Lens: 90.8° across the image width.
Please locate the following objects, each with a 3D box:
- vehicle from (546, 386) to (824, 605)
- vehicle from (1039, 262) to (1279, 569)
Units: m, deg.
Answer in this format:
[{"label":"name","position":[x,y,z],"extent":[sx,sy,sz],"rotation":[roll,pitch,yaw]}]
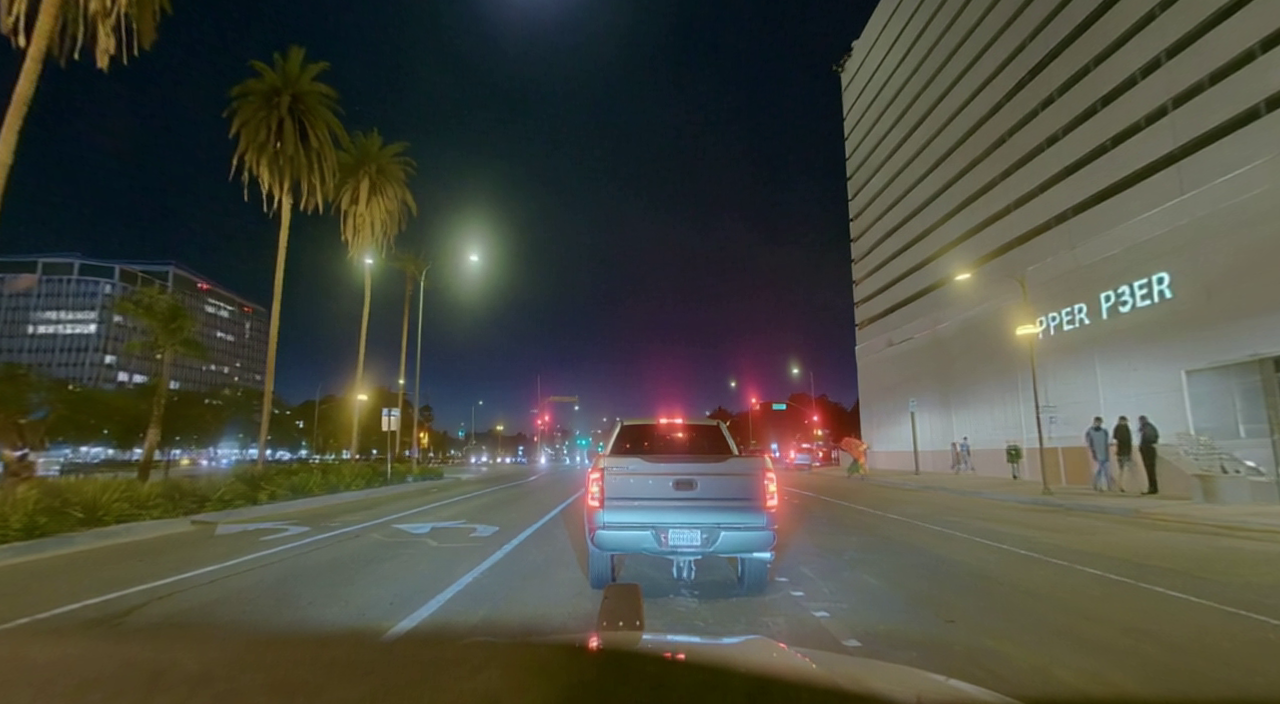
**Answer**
[{"label":"vehicle","position":[0.408,1.590,7.984],"extent":[2.311,1.819,5.255],"rotation":[0,-8,1]},{"label":"vehicle","position":[7.913,0.892,8.615],"extent":[2.666,3.345,3.622],"rotation":[-1,-9,8]}]
